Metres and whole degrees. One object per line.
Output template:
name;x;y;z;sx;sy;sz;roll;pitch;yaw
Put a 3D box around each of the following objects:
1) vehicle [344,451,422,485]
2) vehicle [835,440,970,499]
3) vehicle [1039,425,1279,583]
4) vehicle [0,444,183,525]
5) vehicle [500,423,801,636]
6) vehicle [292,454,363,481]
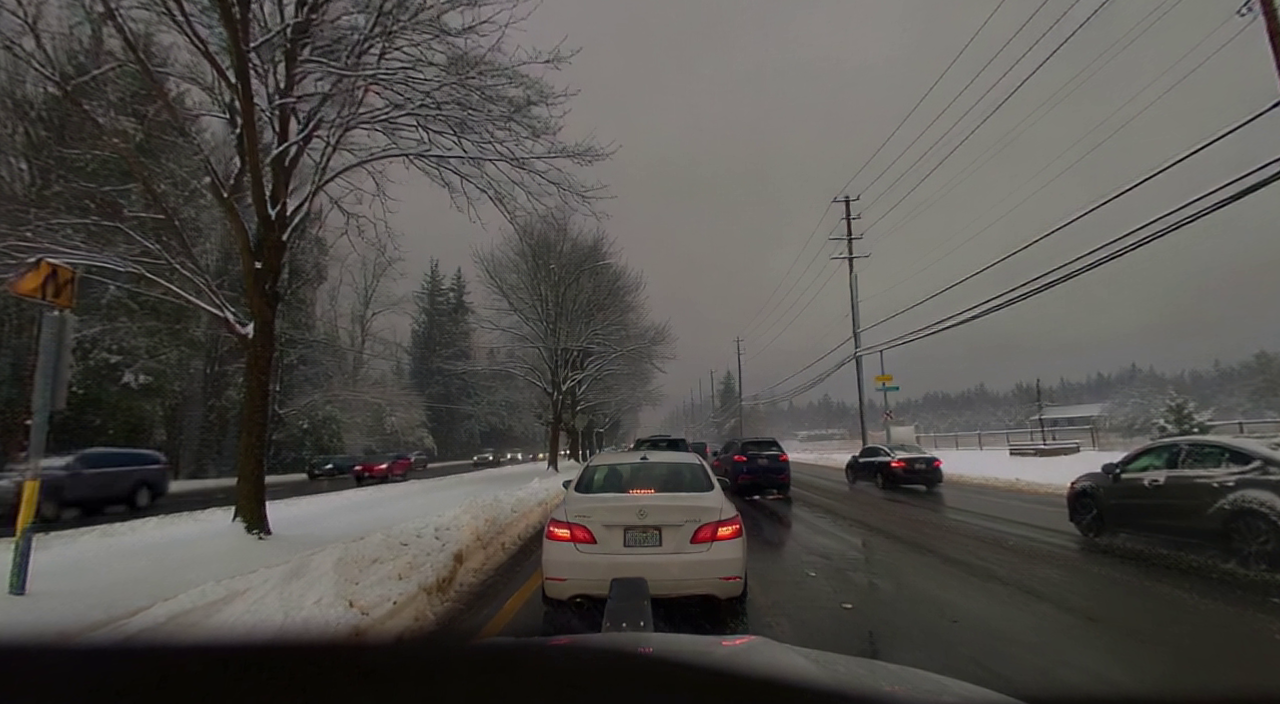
vehicle;-12.009;5.428;29.775;1.804;1.430;4.456;0;-8;0
vehicle;7.269;3.267;18.058;1.899;1.458;4.499;0;-8;0
vehicle;6.988;1.631;7.286;1.850;1.480;4.474;0;-8;1
vehicle;-15.403;3.402;17.023;2.056;1.809;5.354;0;-8;0
vehicle;0.061;1.539;6.481;2.108;1.479;3.935;0;-8;0
vehicle;-18.881;6.969;38.404;1.884;1.466;4.821;0;-8;0
